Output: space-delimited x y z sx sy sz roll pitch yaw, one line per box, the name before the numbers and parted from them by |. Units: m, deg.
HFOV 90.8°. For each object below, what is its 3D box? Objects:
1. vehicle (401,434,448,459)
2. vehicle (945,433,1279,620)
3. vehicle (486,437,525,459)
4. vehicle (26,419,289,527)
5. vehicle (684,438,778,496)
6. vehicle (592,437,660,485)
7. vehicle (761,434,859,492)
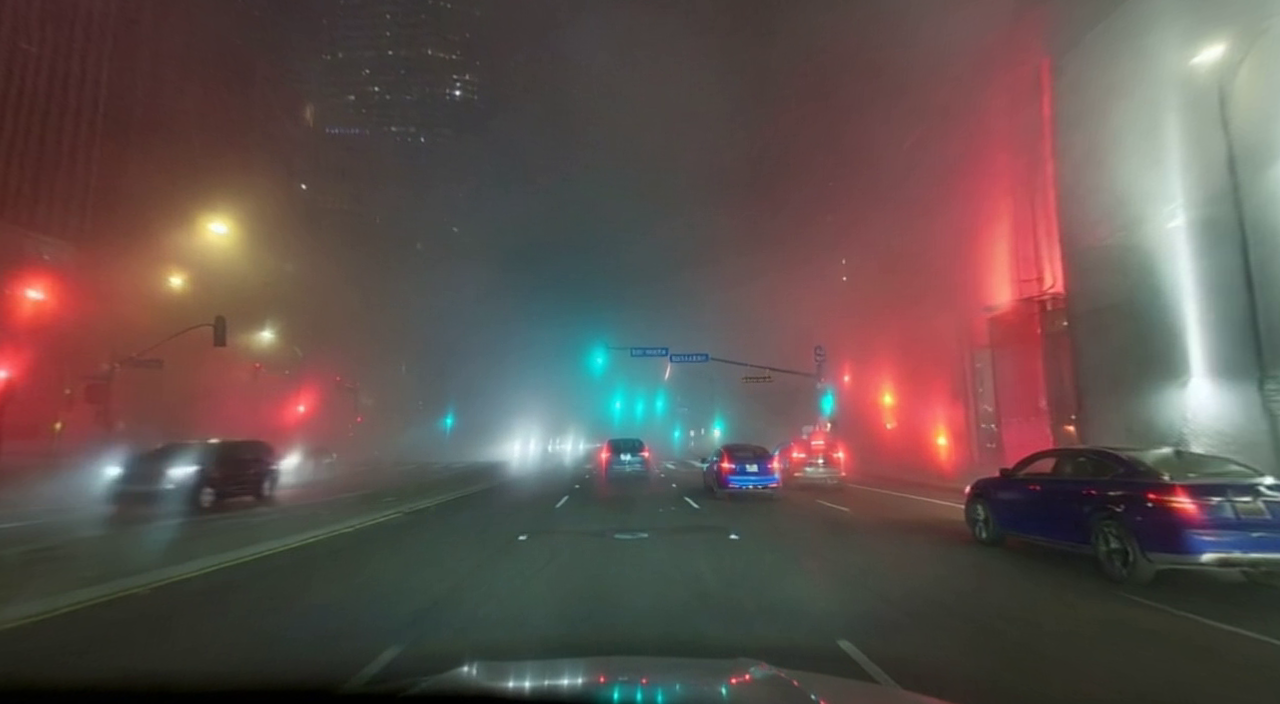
vehicle | -15.639 6.900 46.162 1.932 1.760 4.422 0 -9 -1
vehicle | 5.774 1.754 7.468 1.914 1.484 4.639 0 -9 -2
vehicle | -10.033 7.220 47.440 1.960 1.568 4.511 0 -9 0
vehicle | -9.349 2.356 12.873 1.827 1.787 4.474 0 -9 -1
vehicle | 2.492 3.291 18.485 1.987 1.484 4.427 0 -9 -2
vehicle | -0.460 3.666 21.497 2.096 1.457 4.160 0 -8 -1
vehicle | 5.648 3.739 21.656 2.015 1.745 4.444 0 -9 -2
